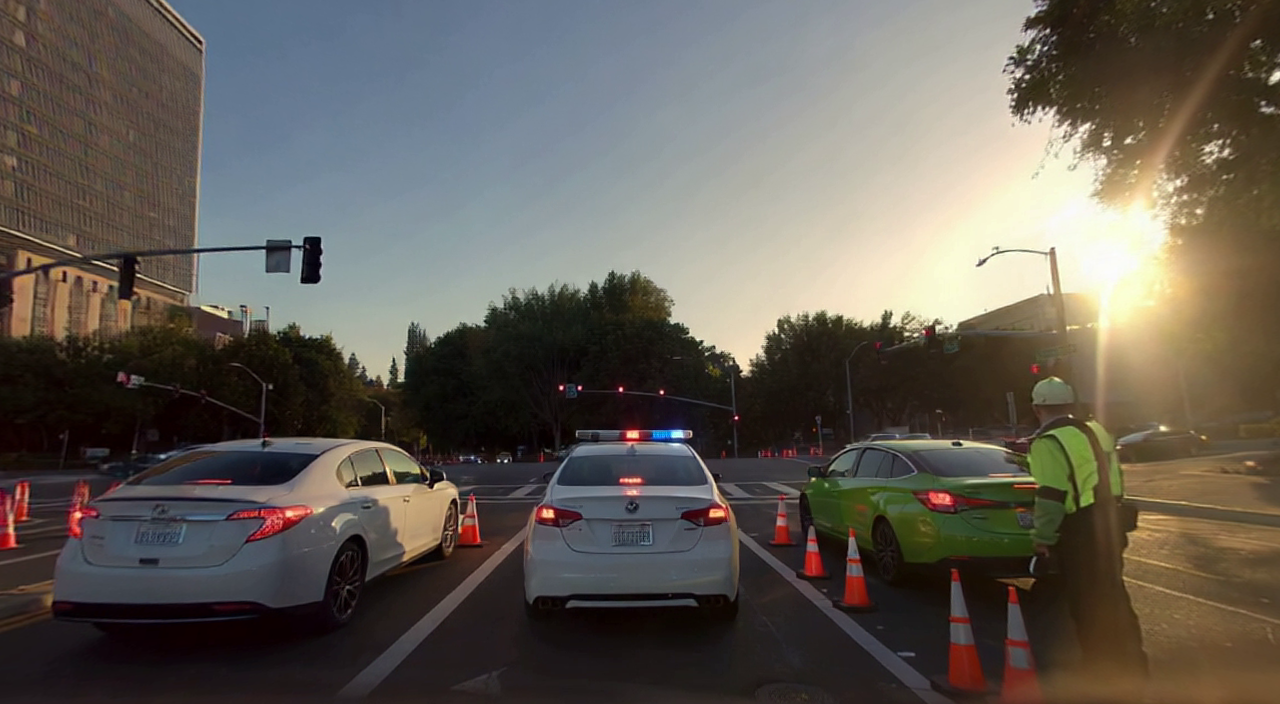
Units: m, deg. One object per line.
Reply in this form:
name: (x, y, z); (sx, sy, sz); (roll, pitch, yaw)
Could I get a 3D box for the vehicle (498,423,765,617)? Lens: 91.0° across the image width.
vehicle: (-0.109, 1.626, 7.110); (2.061, 1.486, 4.332); (0, -8, -1)

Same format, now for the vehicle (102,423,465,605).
vehicle: (-3.598, 1.678, 7.407); (1.863, 1.526, 4.006); (0, -9, 1)

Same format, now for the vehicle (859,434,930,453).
vehicle: (20.131, 7.264, 49.917); (4.827, 1.484, 1.883); (0, -9, 0)

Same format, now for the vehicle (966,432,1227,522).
vehicle: (9.371, 2.579, 13.602); (1.957, 1.576, 4.670); (0, -9, -3)
